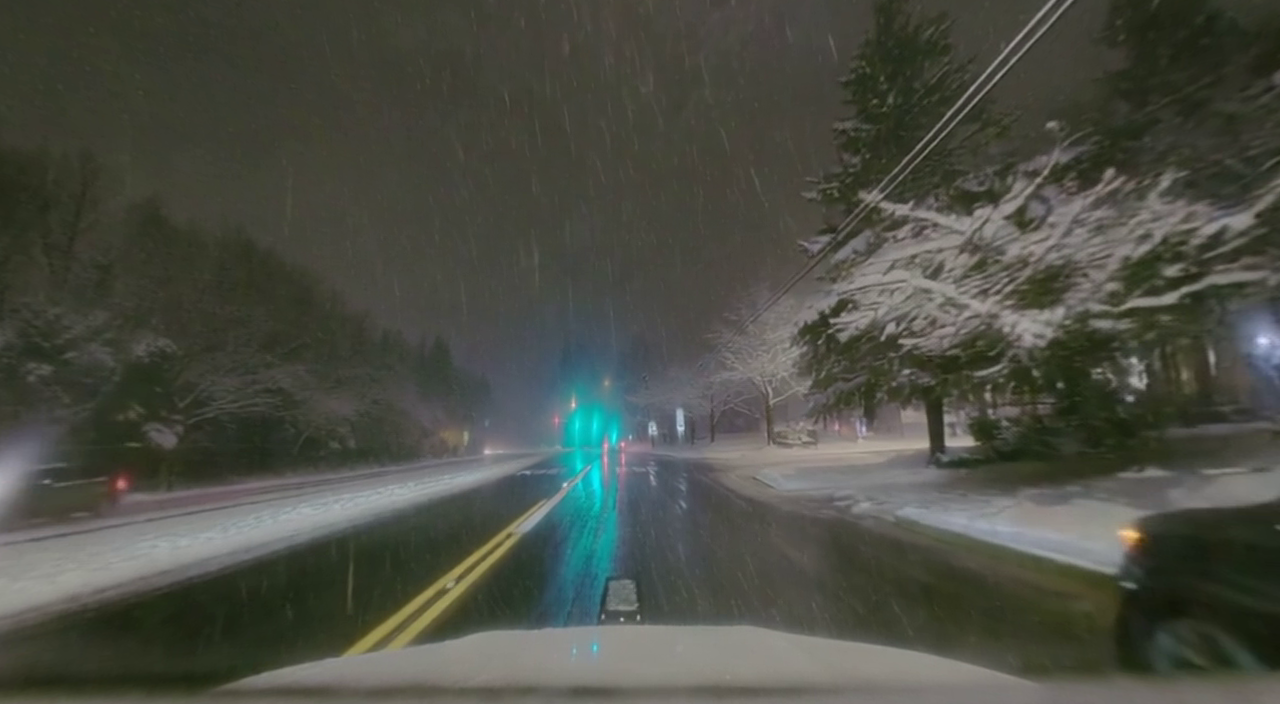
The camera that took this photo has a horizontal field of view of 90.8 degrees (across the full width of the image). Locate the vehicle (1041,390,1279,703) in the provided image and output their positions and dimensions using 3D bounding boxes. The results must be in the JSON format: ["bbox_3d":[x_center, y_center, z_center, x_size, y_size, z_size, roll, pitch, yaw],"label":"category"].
[{"bbox_3d":[3.446,0.791,1.601,1.989,1.504,4.342,0,-8,0],"label":"vehicle"}]
